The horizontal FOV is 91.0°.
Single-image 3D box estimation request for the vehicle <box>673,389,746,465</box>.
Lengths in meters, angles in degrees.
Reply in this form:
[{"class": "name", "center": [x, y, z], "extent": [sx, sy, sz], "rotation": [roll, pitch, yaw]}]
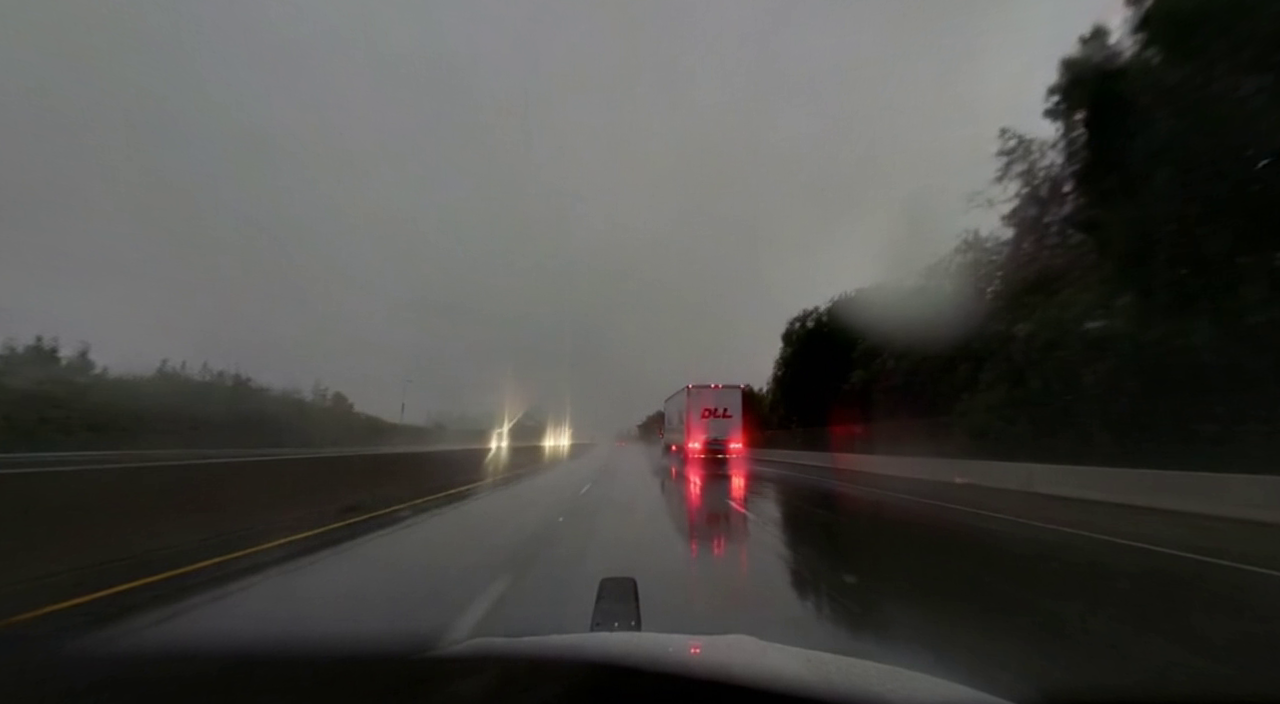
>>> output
[{"class": "vehicle", "center": [3.836, 4.494, 36.910], "extent": [2.880, 3.918, 8.254], "rotation": [0, -8, -3]}]
